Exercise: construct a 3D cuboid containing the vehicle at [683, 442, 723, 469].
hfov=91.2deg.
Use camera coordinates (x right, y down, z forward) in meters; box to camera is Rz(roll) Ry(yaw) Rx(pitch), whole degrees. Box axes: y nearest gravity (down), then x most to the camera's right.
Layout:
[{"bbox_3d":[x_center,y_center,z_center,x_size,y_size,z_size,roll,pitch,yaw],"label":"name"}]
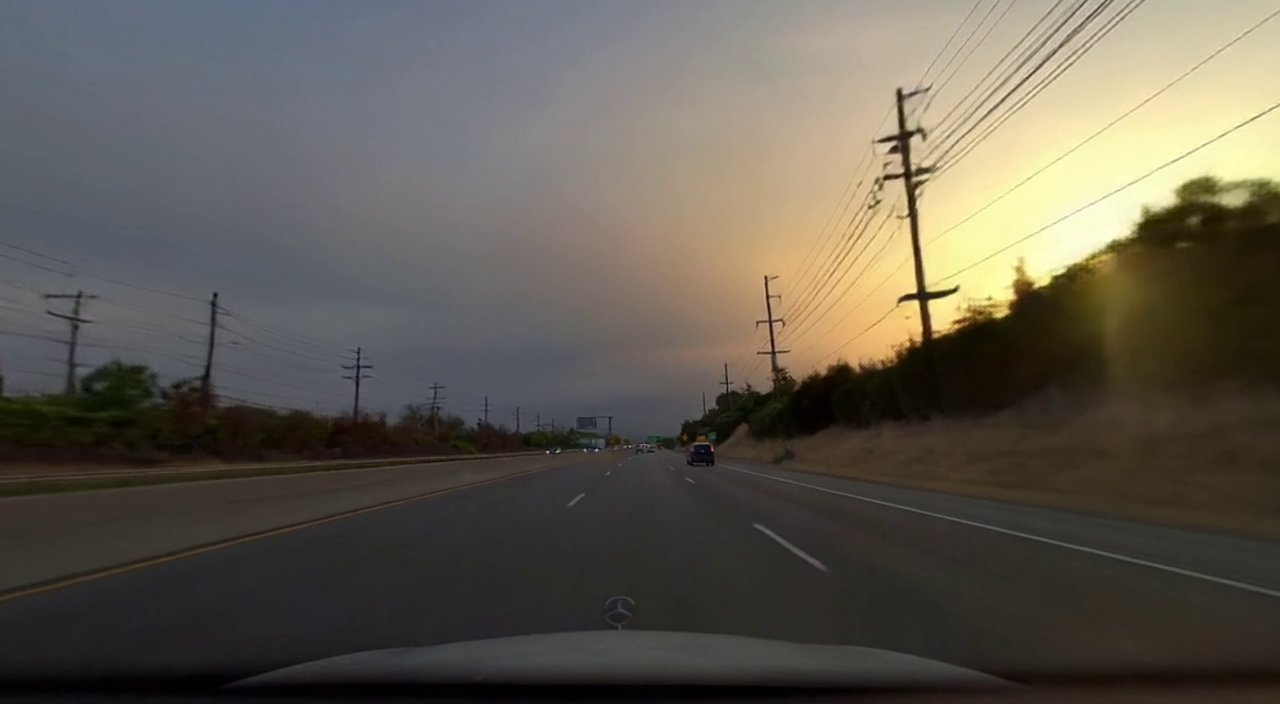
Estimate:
[{"bbox_3d":[3.873,6.436,39.101,2.054,1.565,4.089,0,-9,-1],"label":"vehicle"}]
